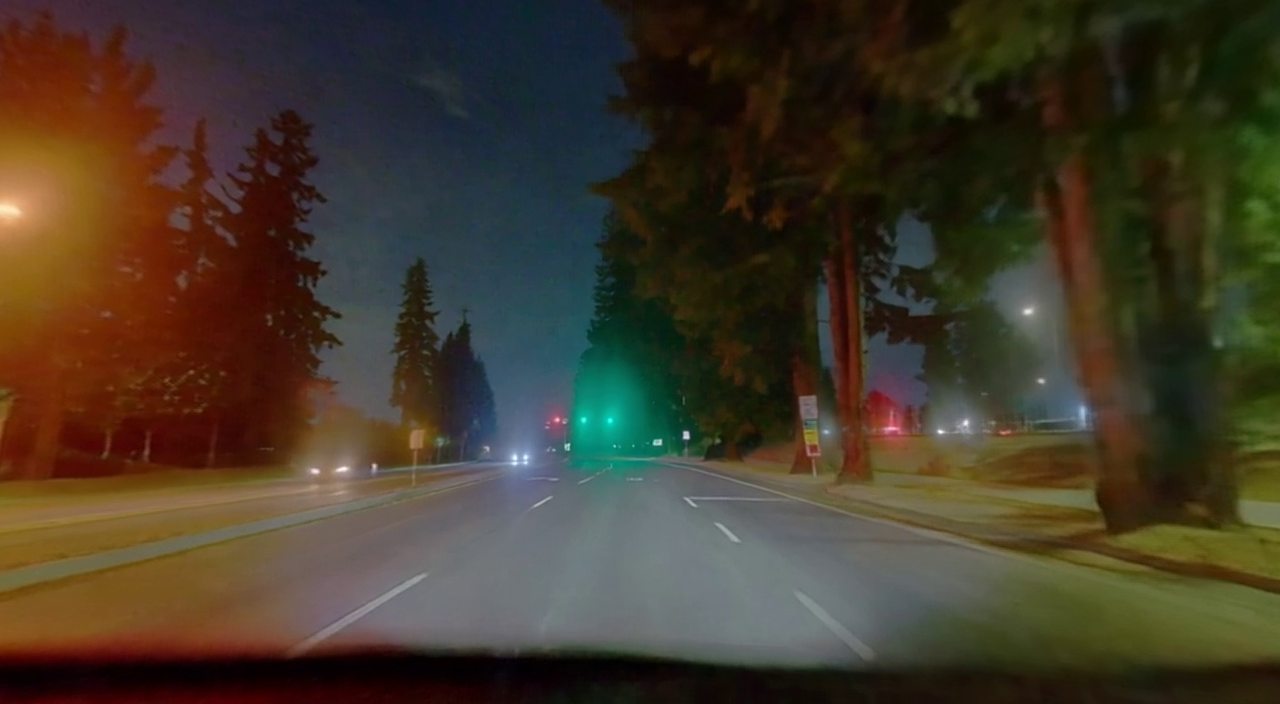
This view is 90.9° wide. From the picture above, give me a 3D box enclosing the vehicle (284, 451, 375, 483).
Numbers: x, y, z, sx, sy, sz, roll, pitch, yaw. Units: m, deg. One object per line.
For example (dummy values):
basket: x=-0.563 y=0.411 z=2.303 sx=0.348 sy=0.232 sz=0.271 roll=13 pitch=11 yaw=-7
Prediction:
vehicle: x=-16.382 y=6.084 z=33.579 sx=2.200 sy=1.496 sz=4.809 roll=-1 pitch=-8 yaw=3
